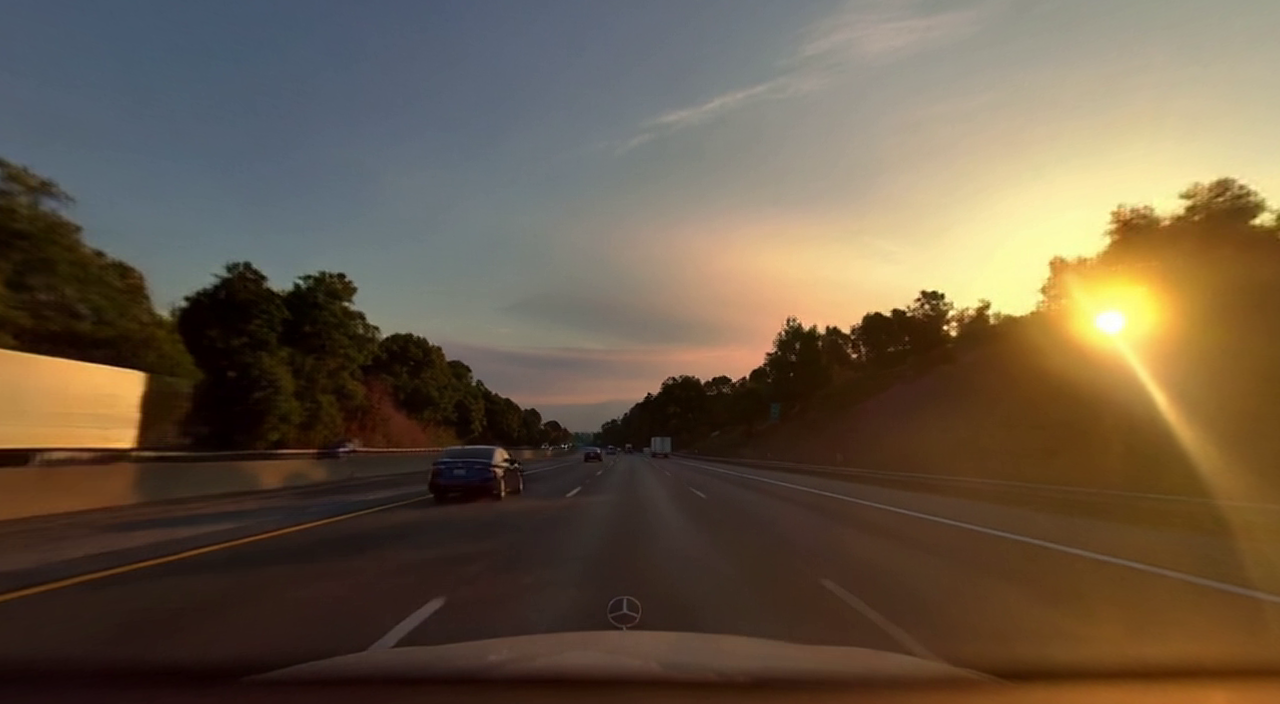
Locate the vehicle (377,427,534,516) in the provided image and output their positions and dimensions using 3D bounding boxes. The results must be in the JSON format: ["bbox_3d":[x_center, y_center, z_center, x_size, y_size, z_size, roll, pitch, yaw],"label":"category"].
[{"bbox_3d":[-3.880,2.609,14.238,2.108,1.666,4.558,0,-9,1],"label":"vehicle"}]

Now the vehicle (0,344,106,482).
[{"bbox_3d":[-21.666,1.219,15.360,2.899,4.311,16.357,0,-9,0],"label":"vehicle"}]
